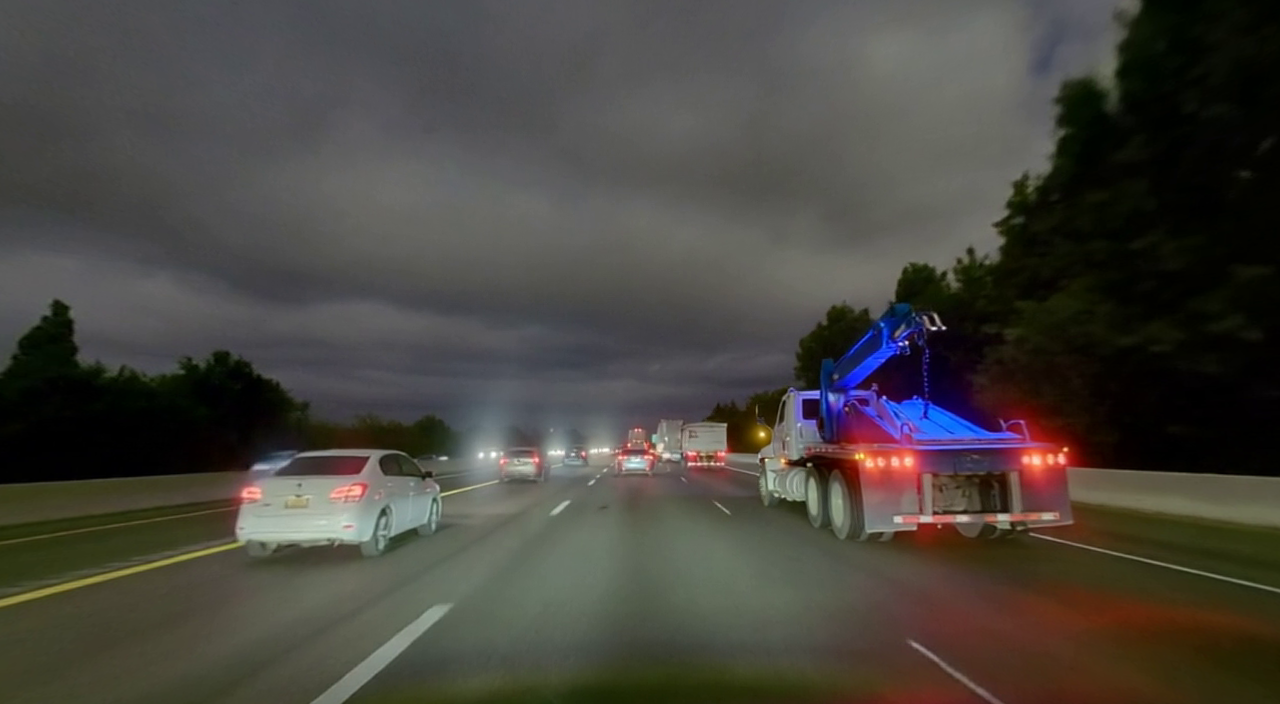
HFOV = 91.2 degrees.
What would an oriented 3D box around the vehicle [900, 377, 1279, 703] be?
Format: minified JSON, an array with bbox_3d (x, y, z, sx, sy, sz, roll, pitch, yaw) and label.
[{"bbox_3d":[4.076,1.081,3.699,2.599,1.631,5.693,0,-9,0],"label":"vehicle"}]

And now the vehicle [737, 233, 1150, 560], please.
[{"bbox_3d":[3.924,1.075,11.114,2.975,3.618,8.456,0,-9,0],"label":"vehicle"}]

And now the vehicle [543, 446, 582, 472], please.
[{"bbox_3d":[-4.812,6.689,39.268,1.924,1.481,4.264,0,-9,0],"label":"vehicle"}]

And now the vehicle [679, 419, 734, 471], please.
[{"bbox_3d":[3.866,5.634,37.940,2.416,2.829,7.016,0,-9,-1],"label":"vehicle"}]

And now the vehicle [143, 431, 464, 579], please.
[{"bbox_3d":[-4.156,1.959,8.911,1.880,1.507,4.757,0,-9,1],"label":"vehicle"}]

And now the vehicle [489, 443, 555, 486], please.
[{"bbox_3d":[-4.597,4.429,24.957,1.858,1.527,3.974,0,-9,0],"label":"vehicle"}]

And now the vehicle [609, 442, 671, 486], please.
[{"bbox_3d":[-0.051,4.226,23.903,2.150,1.498,3.988,0,-9,-2],"label":"vehicle"}]
